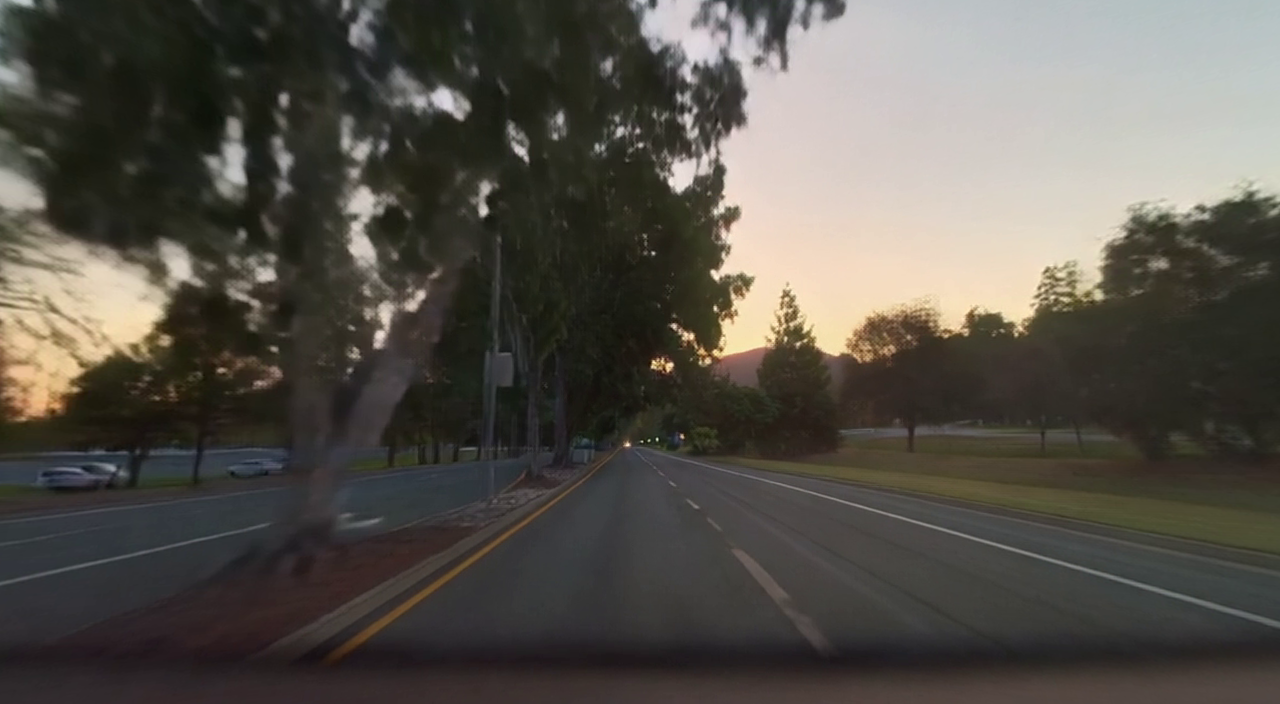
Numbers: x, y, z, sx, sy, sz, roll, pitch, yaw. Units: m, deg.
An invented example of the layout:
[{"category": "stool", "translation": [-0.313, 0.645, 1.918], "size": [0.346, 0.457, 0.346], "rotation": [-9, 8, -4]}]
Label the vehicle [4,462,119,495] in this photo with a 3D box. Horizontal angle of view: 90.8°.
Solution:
[{"category": "vehicle", "translation": [-27.437, 5.998, 30.023], "size": [3.706, 1.426, 1.668], "rotation": [0, -9, -2]}]

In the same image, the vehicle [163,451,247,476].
[{"category": "vehicle", "translation": [-28.280, 7.290, 41.157], "size": [3.938, 1.485, 2.055], "rotation": [1, -10, 3]}]

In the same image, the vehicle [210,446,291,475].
[{"category": "vehicle", "translation": [-26.901, 7.499, 43.717], "size": [4.362, 1.733, 2.041], "rotation": [-2, -6, 1]}]
